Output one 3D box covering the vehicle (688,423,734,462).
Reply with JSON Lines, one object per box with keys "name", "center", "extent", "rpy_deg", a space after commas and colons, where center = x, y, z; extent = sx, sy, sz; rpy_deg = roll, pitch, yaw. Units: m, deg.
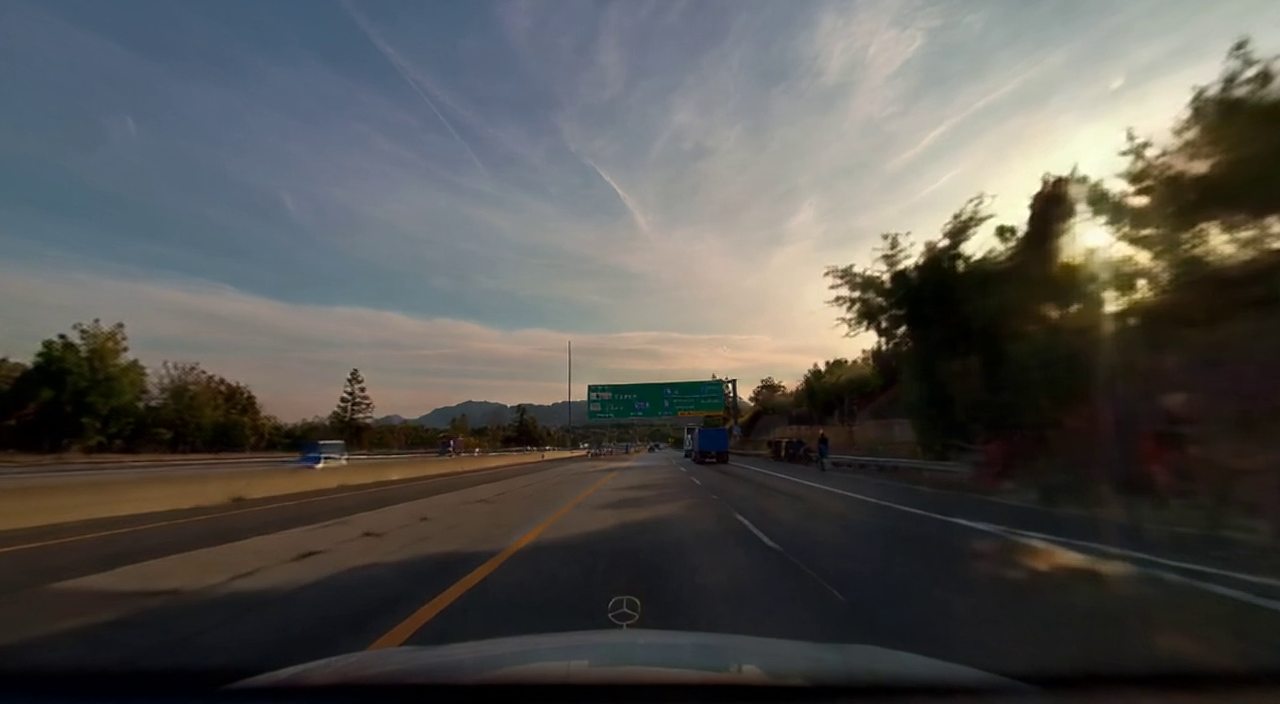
{"name": "vehicle", "center": [4.788, 6.227, 43.373], "extent": [2.430, 2.495, 6.062], "rpy_deg": [0, -8, 0]}
